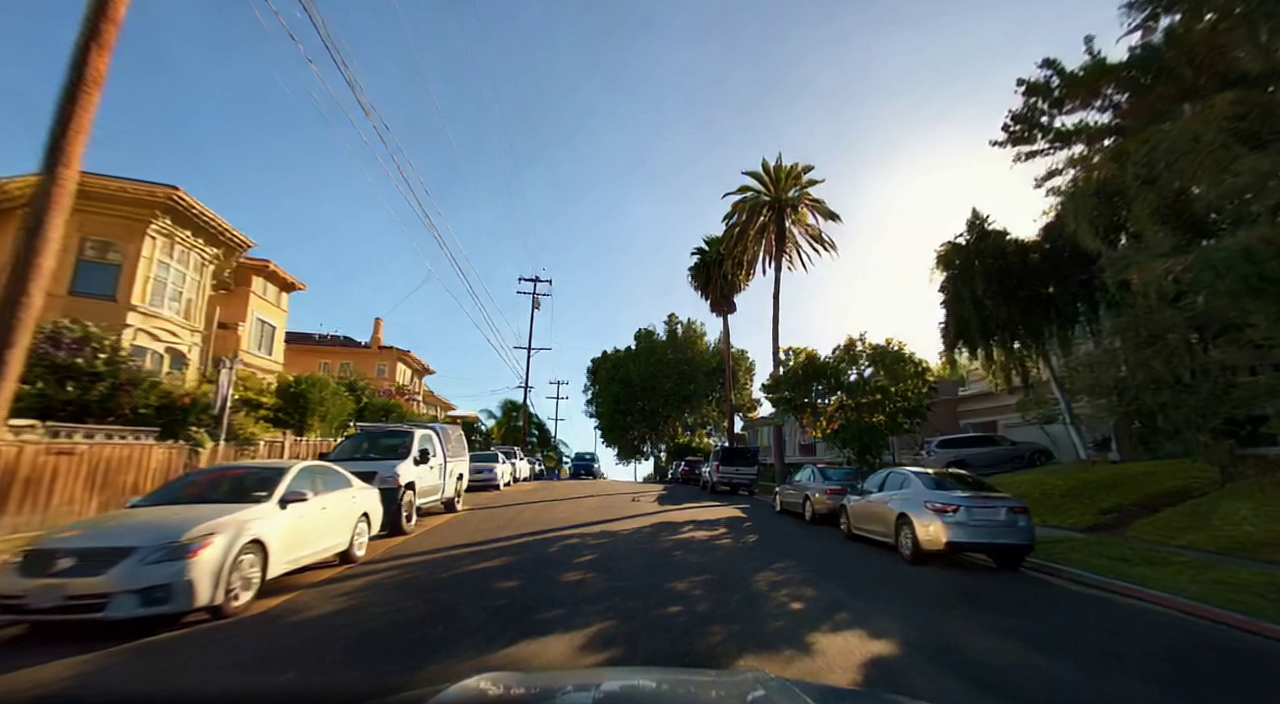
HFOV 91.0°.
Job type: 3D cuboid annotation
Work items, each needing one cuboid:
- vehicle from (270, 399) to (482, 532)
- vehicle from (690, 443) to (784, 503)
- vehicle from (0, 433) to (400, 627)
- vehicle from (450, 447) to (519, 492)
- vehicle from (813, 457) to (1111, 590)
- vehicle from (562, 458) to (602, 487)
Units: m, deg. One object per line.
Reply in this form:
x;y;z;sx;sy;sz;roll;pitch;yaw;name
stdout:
-5.022;2.259;13.134;2.348;2.144;5.481;1;-8;-4;vehicle
3.575;4.606;24.650;2.358;2.008;5.957;1;-8;-4;vehicle
-4.513;1.736;7.308;2.022;1.489;4.590;1;-8;-5;vehicle
-5.800;4.397;24.015;1.889;1.499;4.468;1;-8;-5;vehicle
4.489;2.424;9.825;2.043;1.461;4.504;1;-8;-4;vehicle
-3.336;7.046;37.104;2.060;1.483;4.574;0;-8;-2;vehicle
